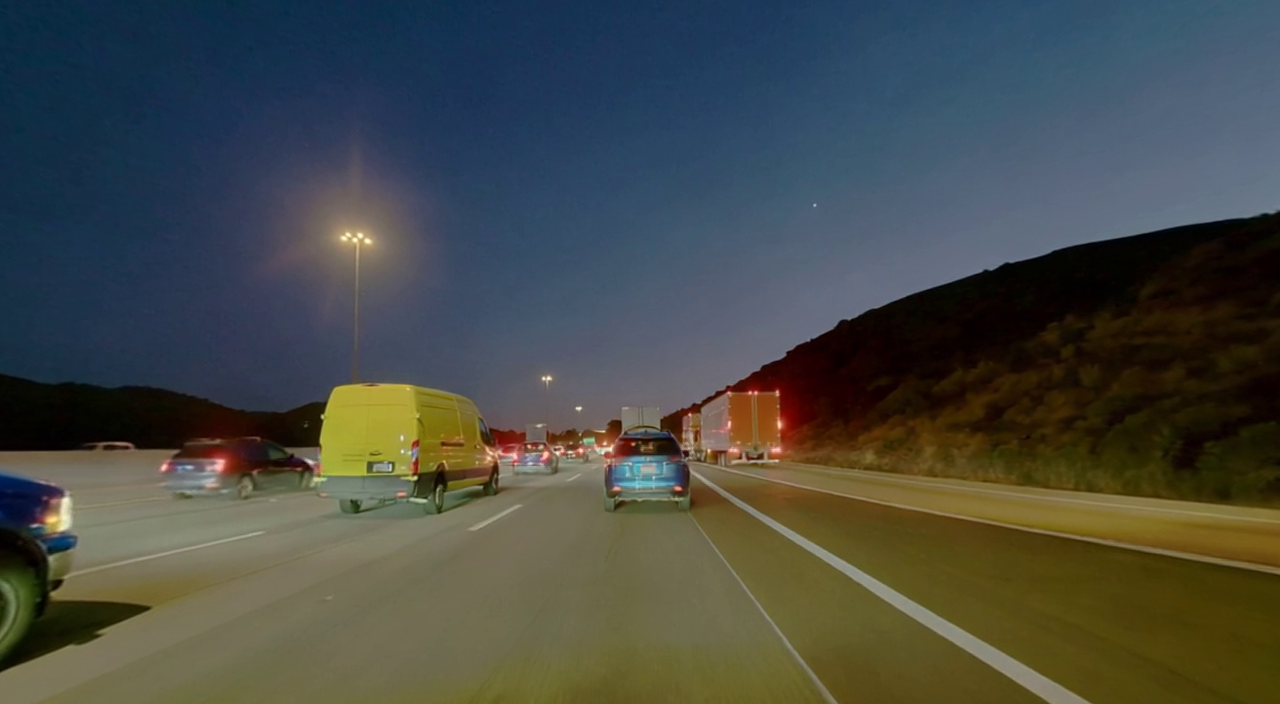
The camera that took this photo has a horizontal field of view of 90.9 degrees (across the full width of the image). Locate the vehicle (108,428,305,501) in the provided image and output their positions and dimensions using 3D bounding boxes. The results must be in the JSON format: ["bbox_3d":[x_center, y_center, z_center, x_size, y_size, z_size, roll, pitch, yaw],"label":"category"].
[{"bbox_3d":[-11.810,3.094,17.766,2.027,1.750,4.885,0,-8,1],"label":"vehicle"}]

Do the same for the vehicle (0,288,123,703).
[{"bbox_3d":[-4.258,0.435,1.009,2.195,2.086,5.445,0,-8,0],"label":"vehicle"}]

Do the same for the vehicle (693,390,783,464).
[{"bbox_3d":[6.433,5.599,45.261,2.989,4.277,16.586,0,-8,-3],"label":"vehicle"}]

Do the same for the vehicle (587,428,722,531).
[{"bbox_3d":[0.169,2.191,11.398,2.003,1.499,3.930,0,-8,-1],"label":"vehicle"}]

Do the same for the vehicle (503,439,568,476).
[{"bbox_3d":[-4.469,4.578,27.608,2.007,1.457,4.447,-1,-8,1],"label":"vehicle"}]

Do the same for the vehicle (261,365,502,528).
[{"bbox_3d":[-4.652,1.887,12.732,2.300,2.522,5.701,-1,-8,1],"label":"vehicle"}]
